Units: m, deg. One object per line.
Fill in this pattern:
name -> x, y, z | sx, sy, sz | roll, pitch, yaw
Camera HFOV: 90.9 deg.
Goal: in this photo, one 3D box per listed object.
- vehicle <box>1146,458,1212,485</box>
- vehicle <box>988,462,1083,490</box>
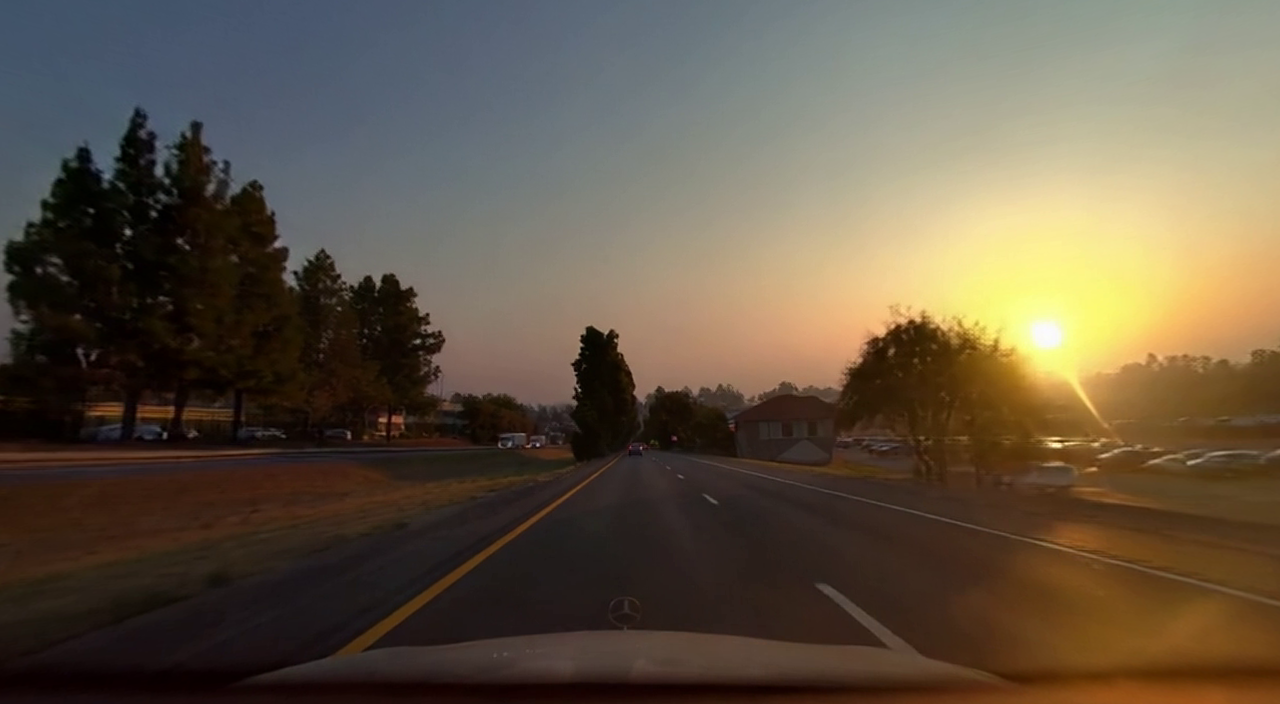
vehicle -> 42.571, 9.359, 49.753 | 5.779, 1.930, 2.211 | 5, -10, -32
vehicle -> 28.902, 9.051, 46.398 | 5.647, 1.831, 2.255 | -5, -10, 28
